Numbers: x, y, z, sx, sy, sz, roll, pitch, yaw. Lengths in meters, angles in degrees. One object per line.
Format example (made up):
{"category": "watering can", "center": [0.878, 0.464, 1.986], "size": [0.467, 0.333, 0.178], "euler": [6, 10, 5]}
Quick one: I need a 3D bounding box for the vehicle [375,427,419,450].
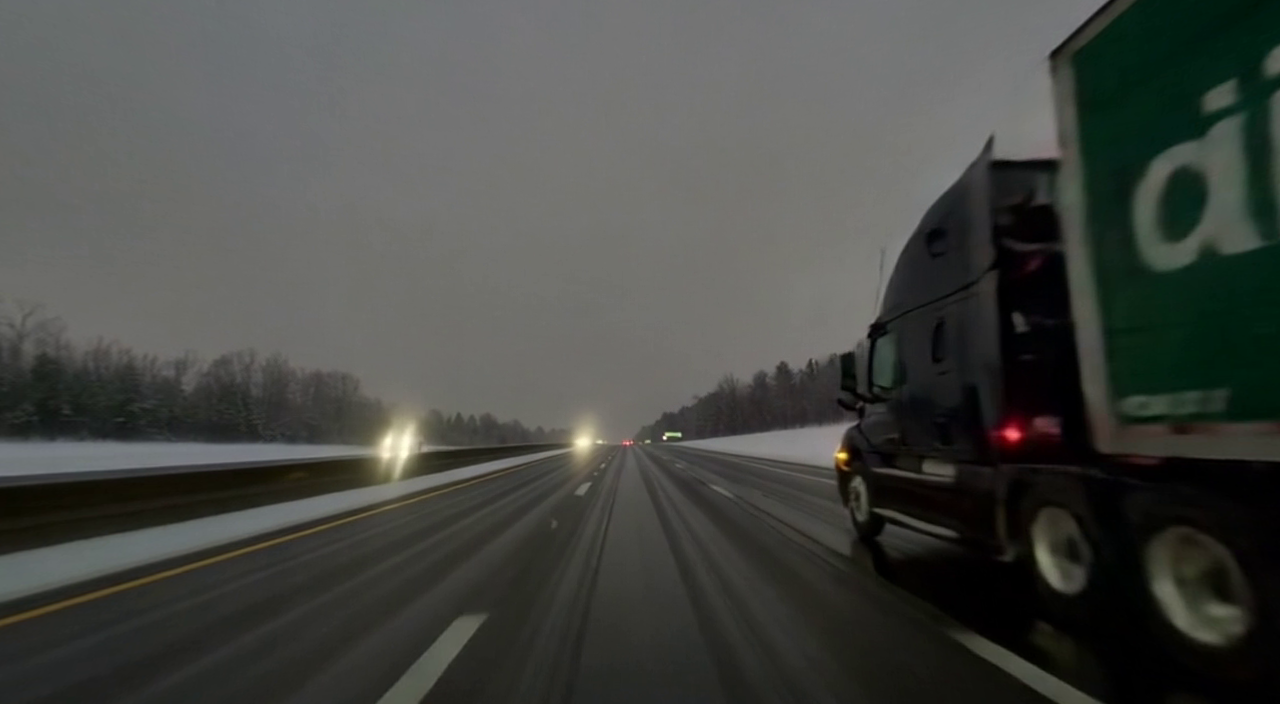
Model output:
{"category": "vehicle", "center": [-19.147, 6.834, 49.728], "size": [1.803, 1.644, 4.170], "euler": [2, -8, -1]}
